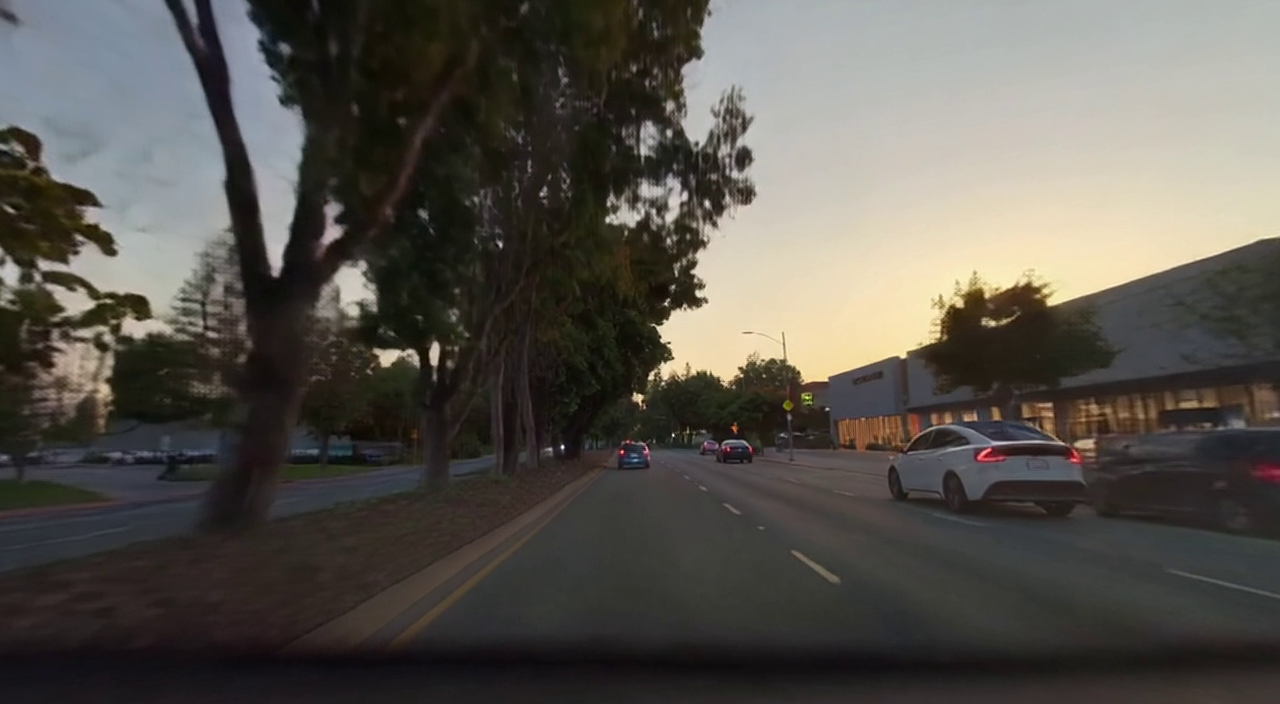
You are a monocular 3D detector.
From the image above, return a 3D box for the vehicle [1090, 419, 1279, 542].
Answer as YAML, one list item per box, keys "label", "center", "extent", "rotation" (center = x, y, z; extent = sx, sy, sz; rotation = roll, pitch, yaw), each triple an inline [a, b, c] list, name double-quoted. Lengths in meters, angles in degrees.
- label: "vehicle"
  center: [10.315, 2.042, 10.353]
  extent: [1.988, 1.783, 5.324]
  rotation: [0, -9, 1]

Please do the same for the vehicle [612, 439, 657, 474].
- label: "vehicle"
  center: [-0.266, 4.993, 30.507]
  extent: [2.037, 1.568, 3.693]
  rotation: [0, -8, 0]

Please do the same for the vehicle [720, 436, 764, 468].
- label: "vehicle"
  center: [6.216, 6.123, 38.945]
  extent: [1.955, 1.845, 4.538]
  rotation: [0, -8, 0]

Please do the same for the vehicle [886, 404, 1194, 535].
- label: "vehicle"
  center: [7.073, 2.172, 12.304]
  extent: [2.240, 1.923, 5.678]
  rotation: [0, -8, -1]
